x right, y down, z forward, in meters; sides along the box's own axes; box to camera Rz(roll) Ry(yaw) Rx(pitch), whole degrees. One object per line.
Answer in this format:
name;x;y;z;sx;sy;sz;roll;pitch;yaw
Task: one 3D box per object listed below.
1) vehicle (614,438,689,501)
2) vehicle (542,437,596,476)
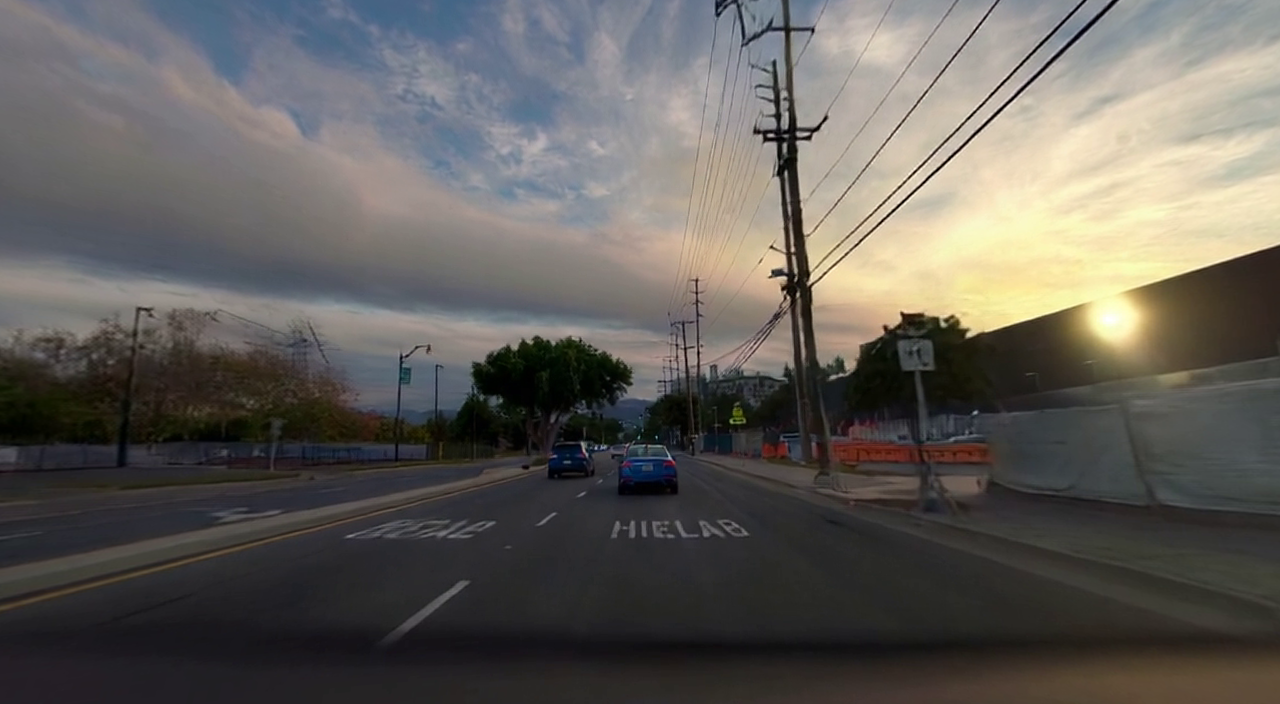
vehicle;0.314;3.542;19.358;2.059;1.691;3.980;0;-8;0
vehicle;-3.472;5.191;31.443;2.078;1.804;4.387;-1;-8;1
